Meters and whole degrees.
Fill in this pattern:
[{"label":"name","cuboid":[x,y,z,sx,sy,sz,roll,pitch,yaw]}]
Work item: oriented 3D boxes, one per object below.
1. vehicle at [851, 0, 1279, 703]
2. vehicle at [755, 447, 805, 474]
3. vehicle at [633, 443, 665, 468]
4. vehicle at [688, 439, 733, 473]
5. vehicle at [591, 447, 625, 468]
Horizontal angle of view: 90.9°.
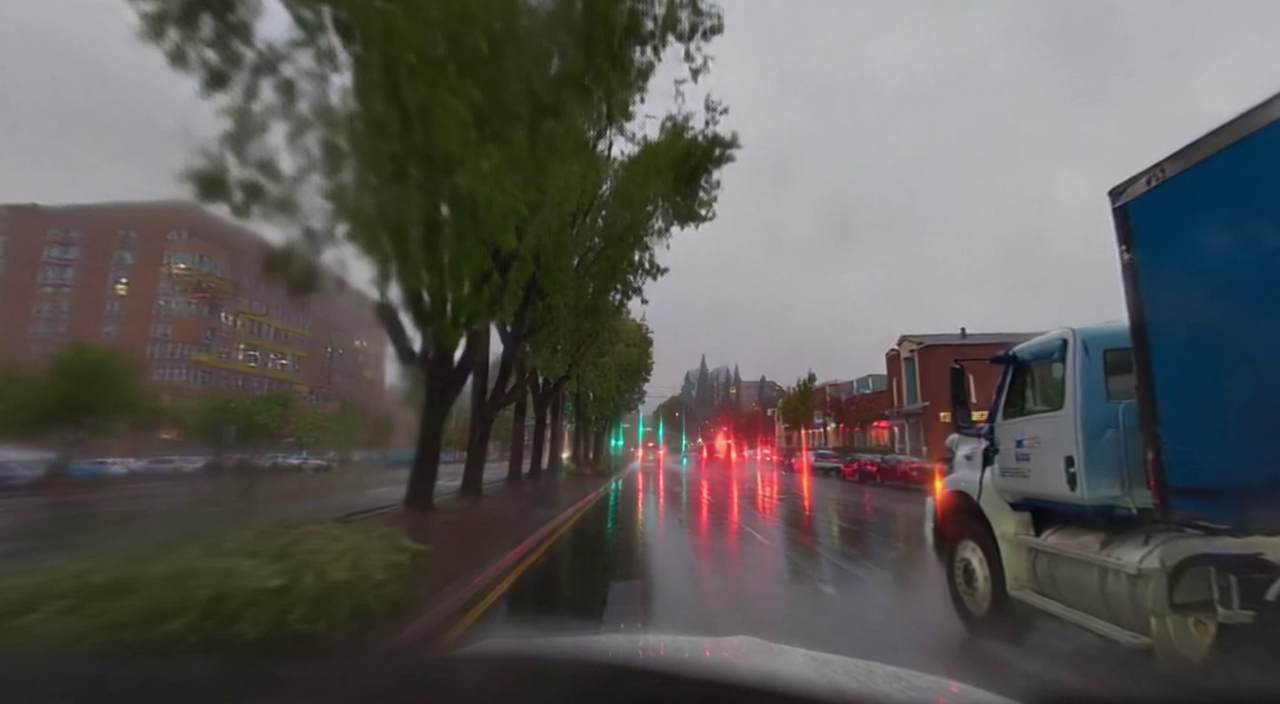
[{"label":"vehicle","cuboid":[3.596,-0.213,2.409,3.006,3.679,8.506,-1,-8,3]},{"label":"vehicle","cuboid":[8.346,6.510,37.930,2.006,1.484,4.289,0,-8,0]},{"label":"vehicle","cuboid":[0.674,7.561,46.125,2.276,1.704,3.925,0,-8,1]},{"label":"vehicle","cuboid":[4.146,6.214,37.981,2.196,1.908,4.412,0,-8,0]},{"label":"vehicle","cuboid":[-2.393,8.106,48.601,2.211,1.537,4.666,0,-8,2]}]
